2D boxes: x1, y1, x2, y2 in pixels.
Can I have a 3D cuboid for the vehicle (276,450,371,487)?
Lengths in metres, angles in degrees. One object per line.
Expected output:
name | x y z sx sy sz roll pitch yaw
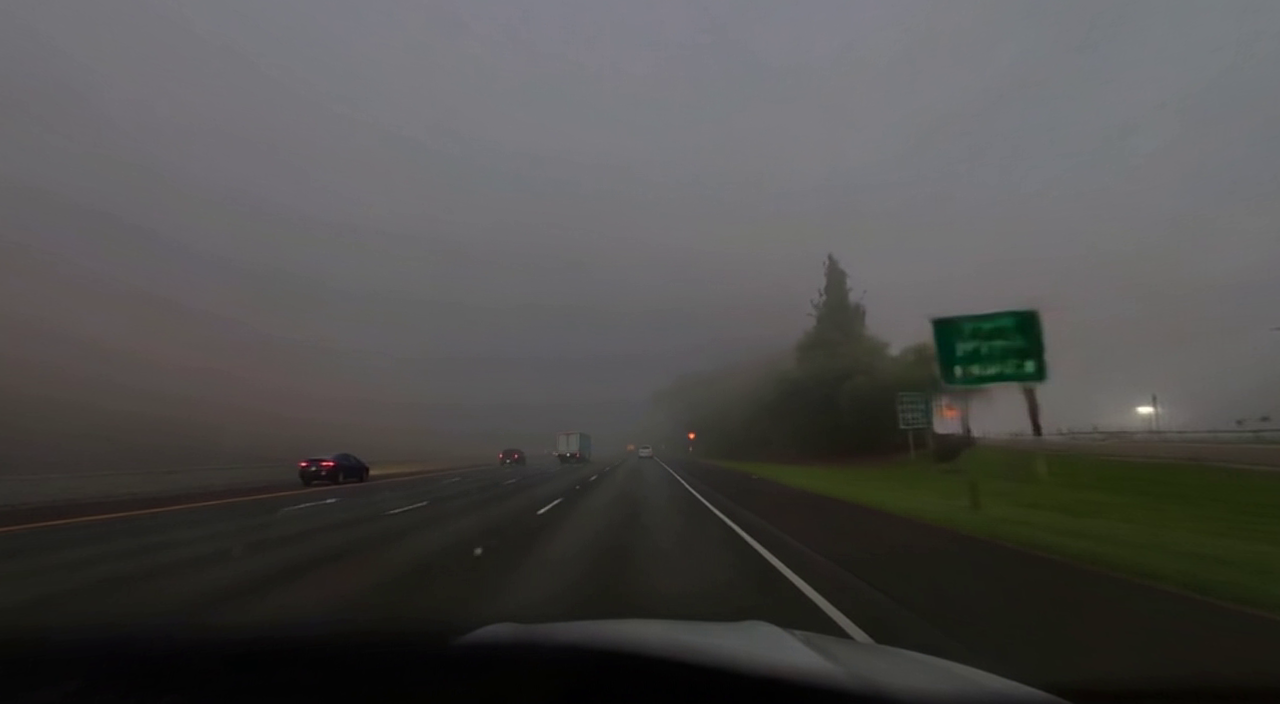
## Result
vehicle | -14.171 5.231 28.569 1.988 1.477 4.442 -1 -8 1
